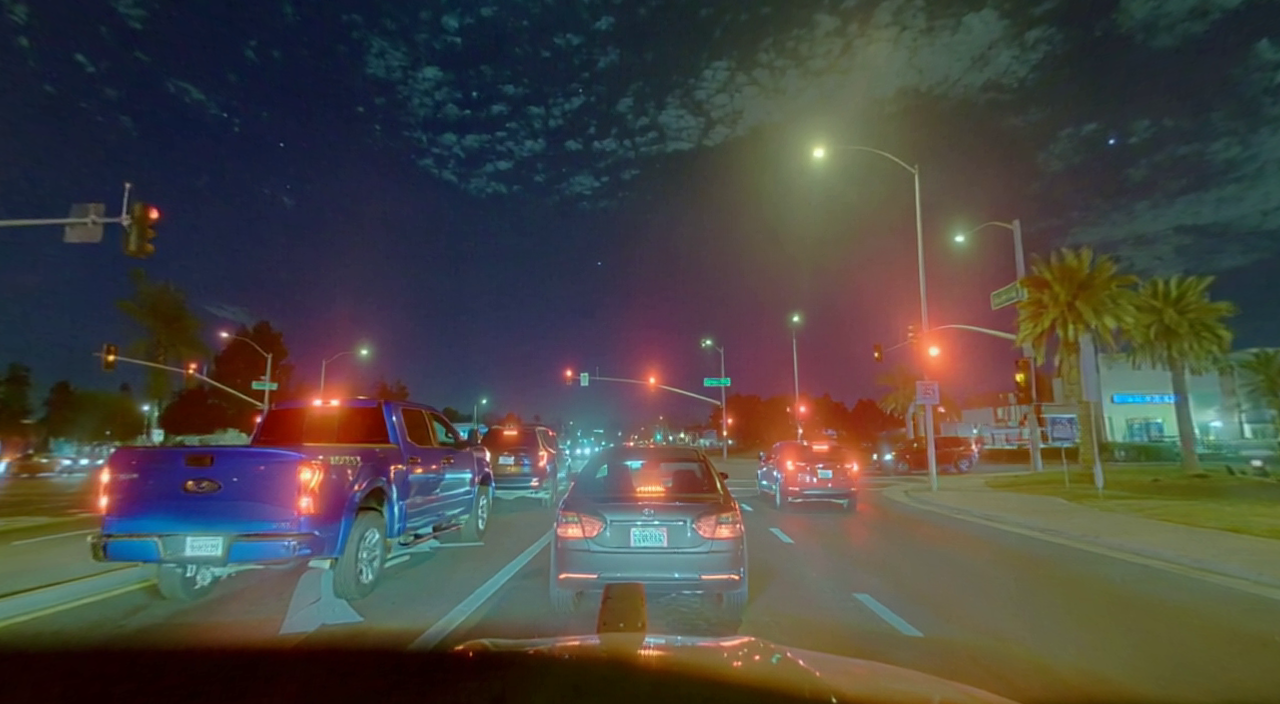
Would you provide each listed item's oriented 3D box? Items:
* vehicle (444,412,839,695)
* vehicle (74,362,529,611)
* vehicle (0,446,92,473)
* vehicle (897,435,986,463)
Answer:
[{"bbox_3d":[0.037,1.394,5.530,2.122,1.501,4.152,0,-8,1],"label":"vehicle"},{"bbox_3d":[-3.231,1.476,7.901,2.330,1.969,5.626,-1,-8,3],"label":"vehicle"},{"bbox_3d":[-37.112,6.643,38.854,4.576,1.617,1.937,0,-8,2],"label":"vehicle"},{"bbox_3d":[18.808,6.078,39.299,4.466,1.717,1.963,0,-8,2],"label":"vehicle"}]
